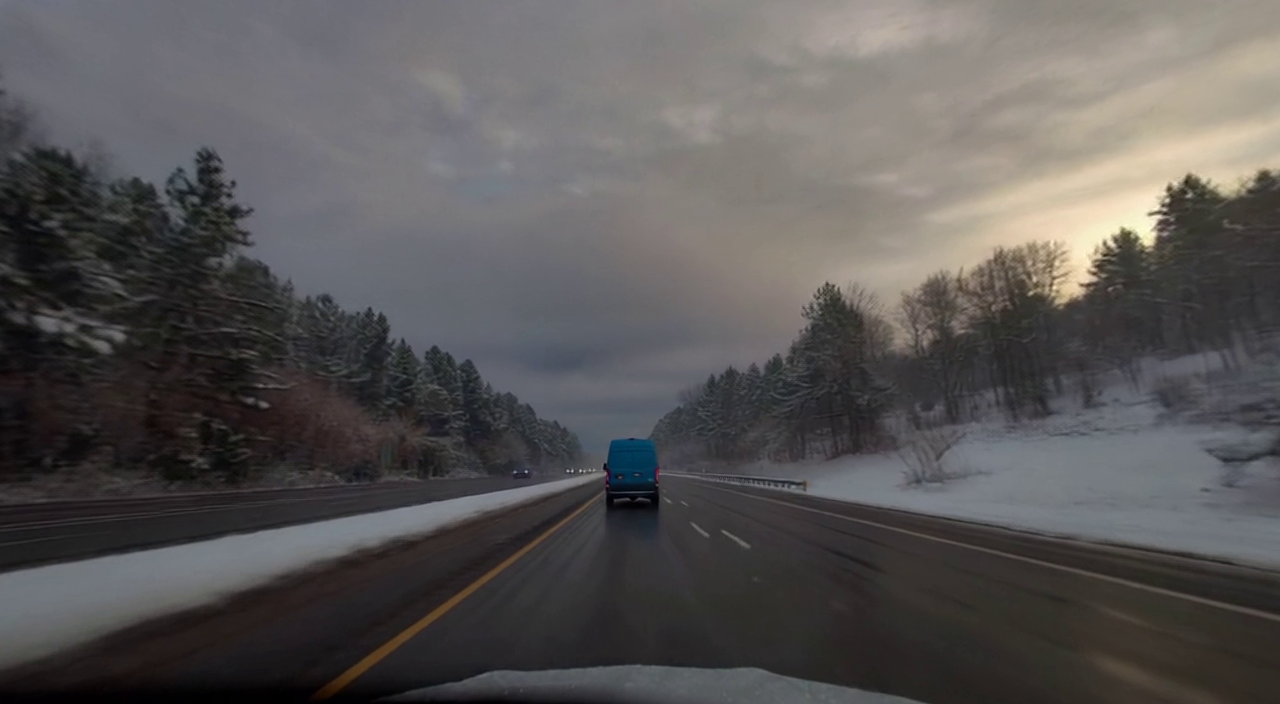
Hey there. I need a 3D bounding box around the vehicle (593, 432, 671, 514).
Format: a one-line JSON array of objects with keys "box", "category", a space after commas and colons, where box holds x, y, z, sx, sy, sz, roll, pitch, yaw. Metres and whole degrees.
[{"box": [-0.384, 4.249, 22.355, 2.375, 2.432, 6.161, 1, -10, -3], "category": "vehicle"}]
